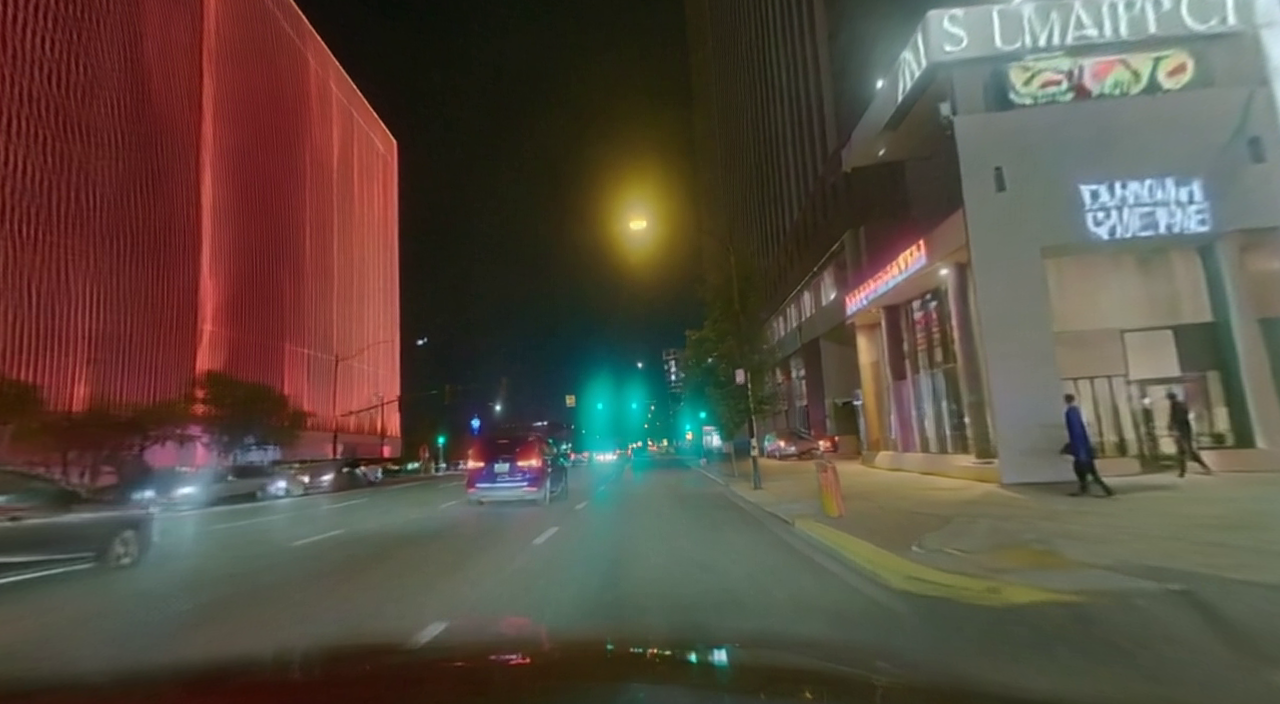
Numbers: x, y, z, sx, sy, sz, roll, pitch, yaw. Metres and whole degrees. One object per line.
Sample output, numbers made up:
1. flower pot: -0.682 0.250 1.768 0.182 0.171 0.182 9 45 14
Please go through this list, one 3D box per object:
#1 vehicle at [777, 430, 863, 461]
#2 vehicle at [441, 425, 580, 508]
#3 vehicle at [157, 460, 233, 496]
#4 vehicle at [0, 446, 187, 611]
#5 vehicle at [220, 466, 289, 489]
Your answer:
1. vehicle: 10.304 5.406 36.435 4.361 1.550 2.087 1 -12 3
2. vehicle: -3.008 2.821 15.962 2.277 1.743 4.893 -1 -8 2
3. vehicle: -28.250 7.992 40.057 3.755 1.646 1.961 -3 -8 -40
4. vehicle: -6.659 1.546 5.419 1.950 1.450 4.657 0 -8 2
5. vehicle: -28.843 9.348 47.190 3.971 1.500 1.887 8 -12 -43
